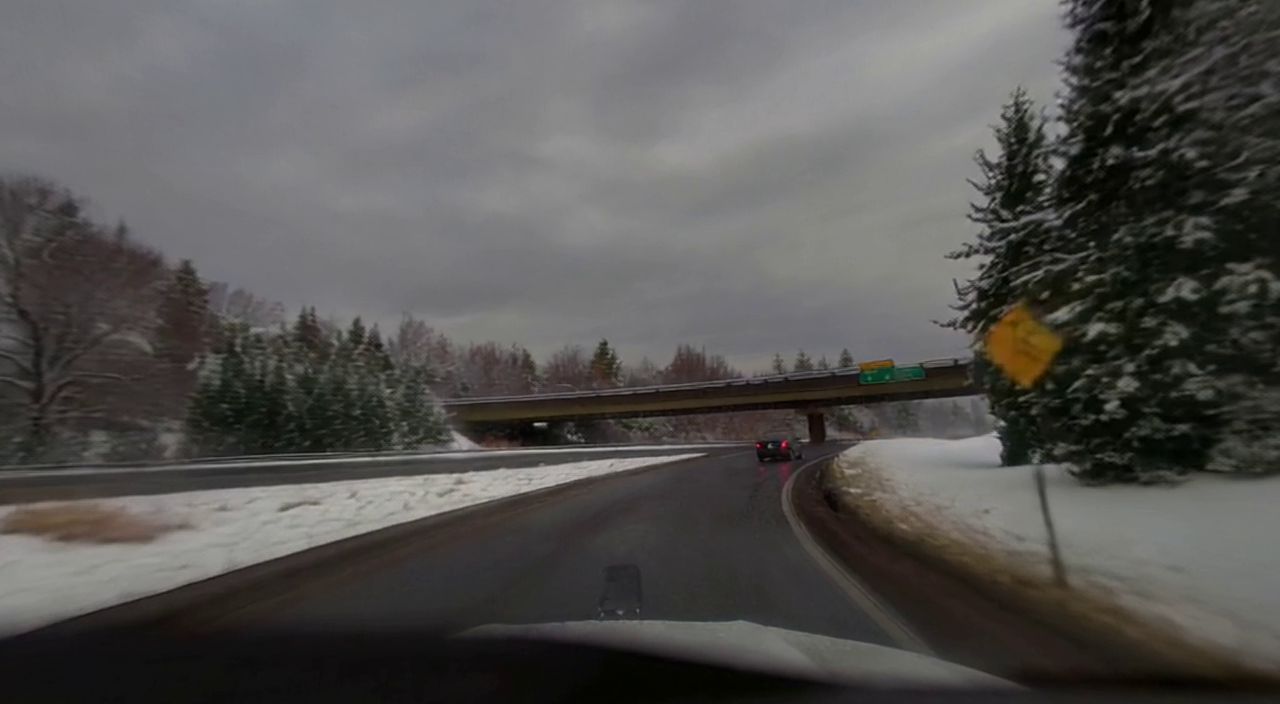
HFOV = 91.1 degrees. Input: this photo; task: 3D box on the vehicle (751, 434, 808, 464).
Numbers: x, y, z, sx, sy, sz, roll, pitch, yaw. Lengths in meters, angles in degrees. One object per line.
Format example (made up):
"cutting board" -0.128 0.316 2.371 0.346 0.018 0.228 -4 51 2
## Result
"vehicle" 7.259 5.033 32.569 1.980 1.449 3.650 -5 -10 26
